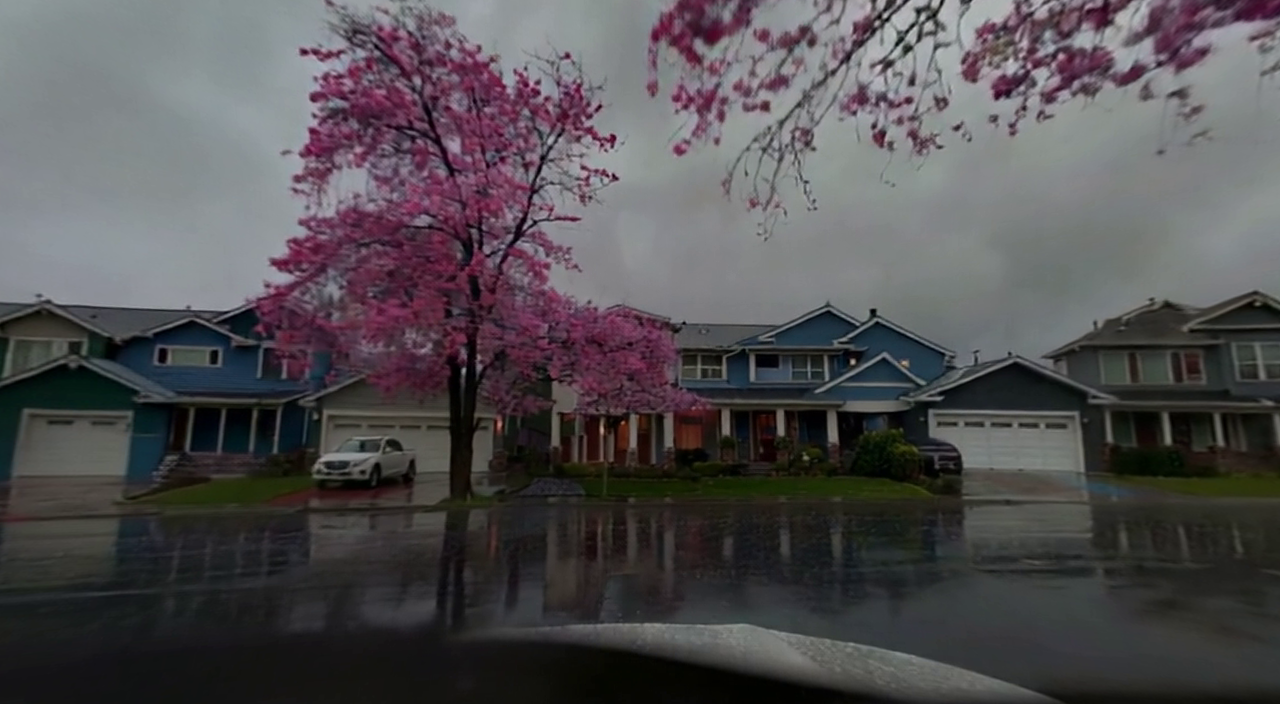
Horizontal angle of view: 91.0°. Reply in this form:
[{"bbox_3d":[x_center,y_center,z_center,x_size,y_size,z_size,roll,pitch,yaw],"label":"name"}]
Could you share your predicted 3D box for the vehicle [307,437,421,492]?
[{"bbox_3d":[-8.329,3.409,19.473,1.968,1.491,4.486,1,-9,-7],"label":"vehicle"}]
